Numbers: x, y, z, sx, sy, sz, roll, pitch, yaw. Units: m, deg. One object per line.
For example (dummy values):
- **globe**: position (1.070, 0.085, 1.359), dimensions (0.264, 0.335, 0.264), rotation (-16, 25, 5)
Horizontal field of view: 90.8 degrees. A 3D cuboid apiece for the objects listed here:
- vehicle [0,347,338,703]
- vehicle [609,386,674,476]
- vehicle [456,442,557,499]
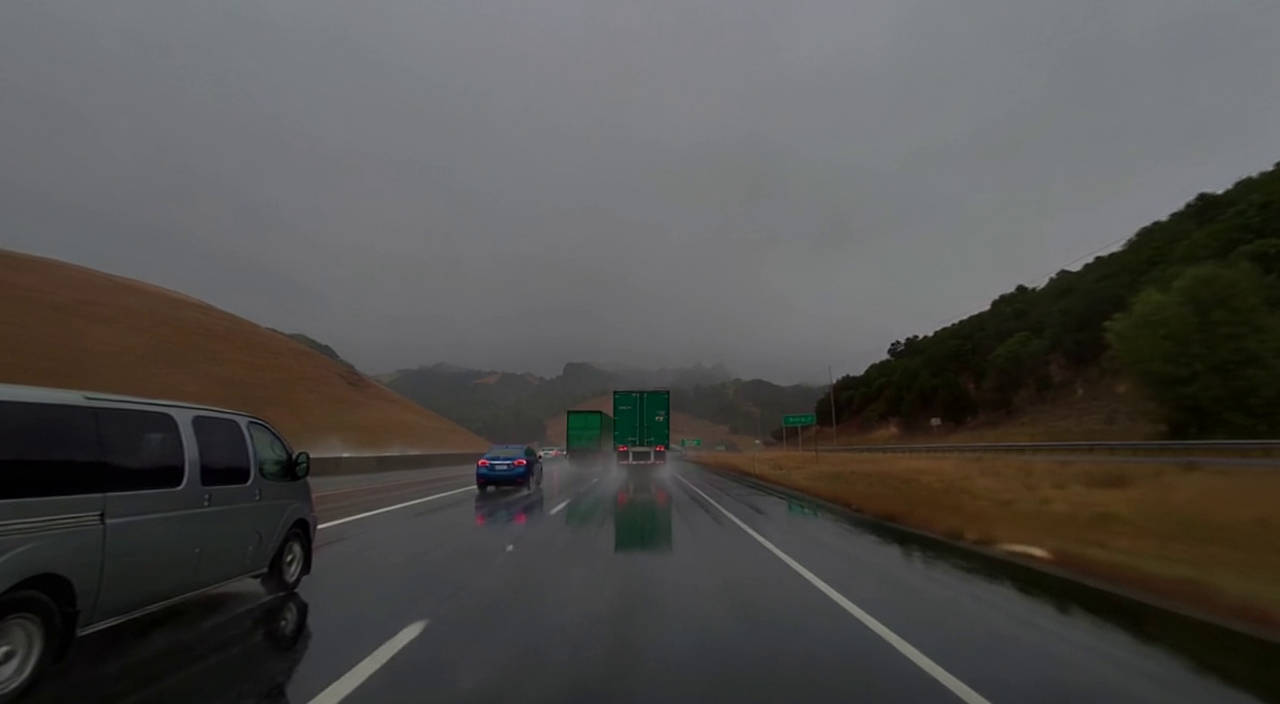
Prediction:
- **vehicle**: position (-4.134, 0.993, 3.828), dimensions (2.136, 1.779, 4.875), rotation (0, -8, 0)
- **vehicle**: position (0.233, 4.315, 33.712), dimensions (2.913, 3.988, 10.874), rotation (0, -8, 2)
- **vehicle**: position (-3.712, 3.355, 18.400), dimensions (1.950, 1.446, 4.224), rotation (0, -8, 1)
